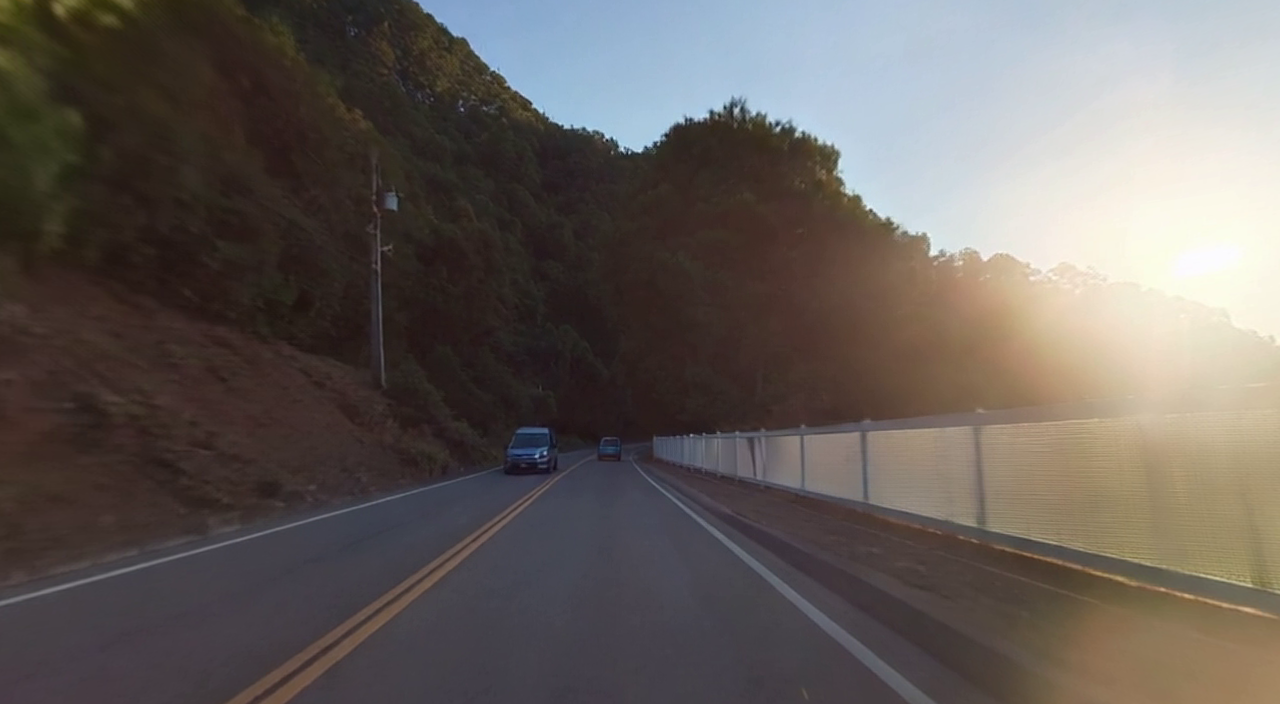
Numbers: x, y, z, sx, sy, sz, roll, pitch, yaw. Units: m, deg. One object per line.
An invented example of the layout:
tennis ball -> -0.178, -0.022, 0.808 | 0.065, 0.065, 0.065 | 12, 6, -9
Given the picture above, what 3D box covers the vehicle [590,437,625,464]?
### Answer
vehicle -> -2.506, 7.442, 47.876 | 2.439, 1.912, 5.605 | 1, -9, -4
